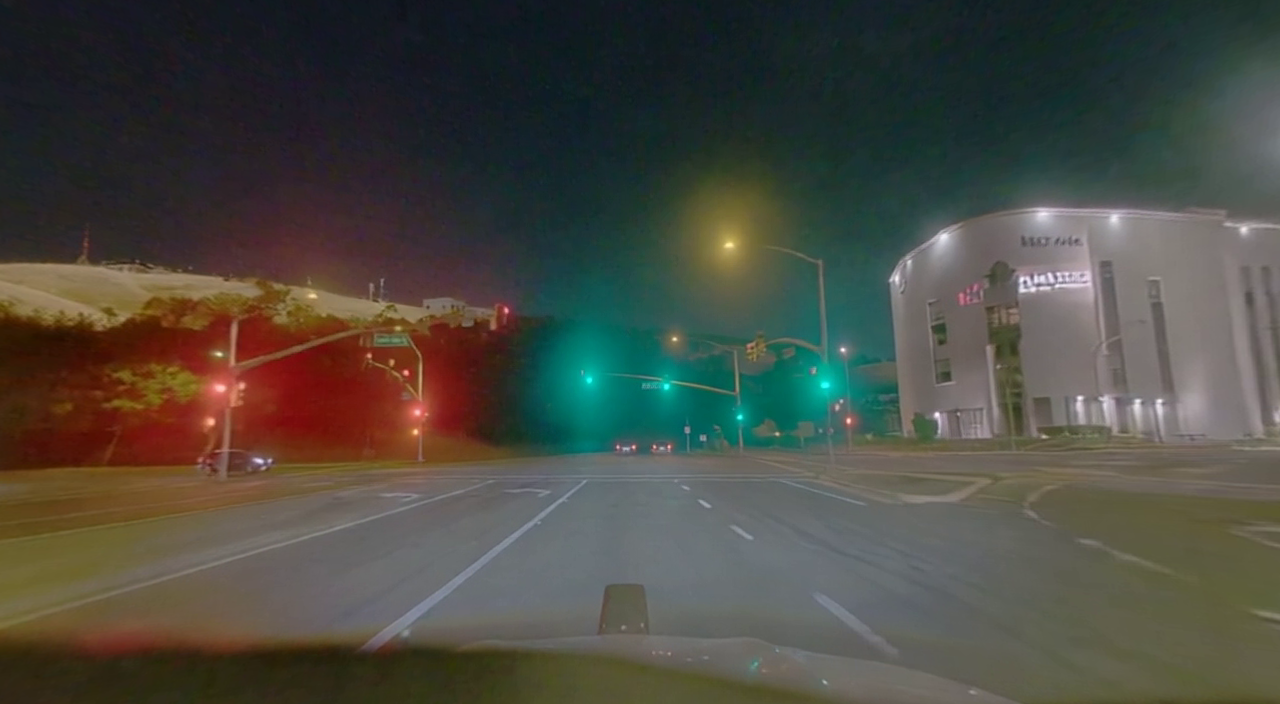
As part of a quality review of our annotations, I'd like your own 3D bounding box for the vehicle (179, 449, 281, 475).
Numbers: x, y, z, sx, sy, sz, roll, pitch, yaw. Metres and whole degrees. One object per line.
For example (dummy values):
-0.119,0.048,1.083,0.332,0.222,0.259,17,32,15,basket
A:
-23.344,6.241,35.950,4.518,1.423,1.888,0,-9,3,vehicle
